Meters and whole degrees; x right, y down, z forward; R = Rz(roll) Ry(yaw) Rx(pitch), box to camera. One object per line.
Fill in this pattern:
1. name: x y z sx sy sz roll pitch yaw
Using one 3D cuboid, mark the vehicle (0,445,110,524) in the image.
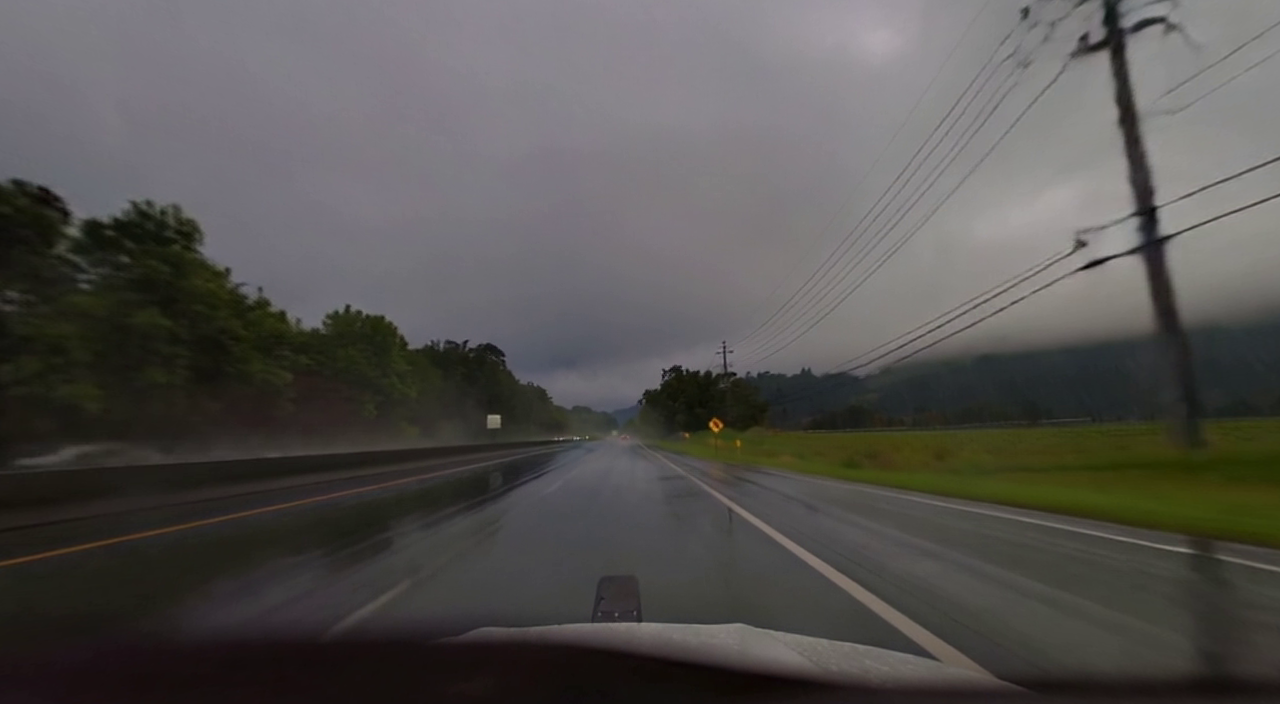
1. vehicle: -12.916 2.522 11.973 1.791 1.426 4.502 0 -8 -1
